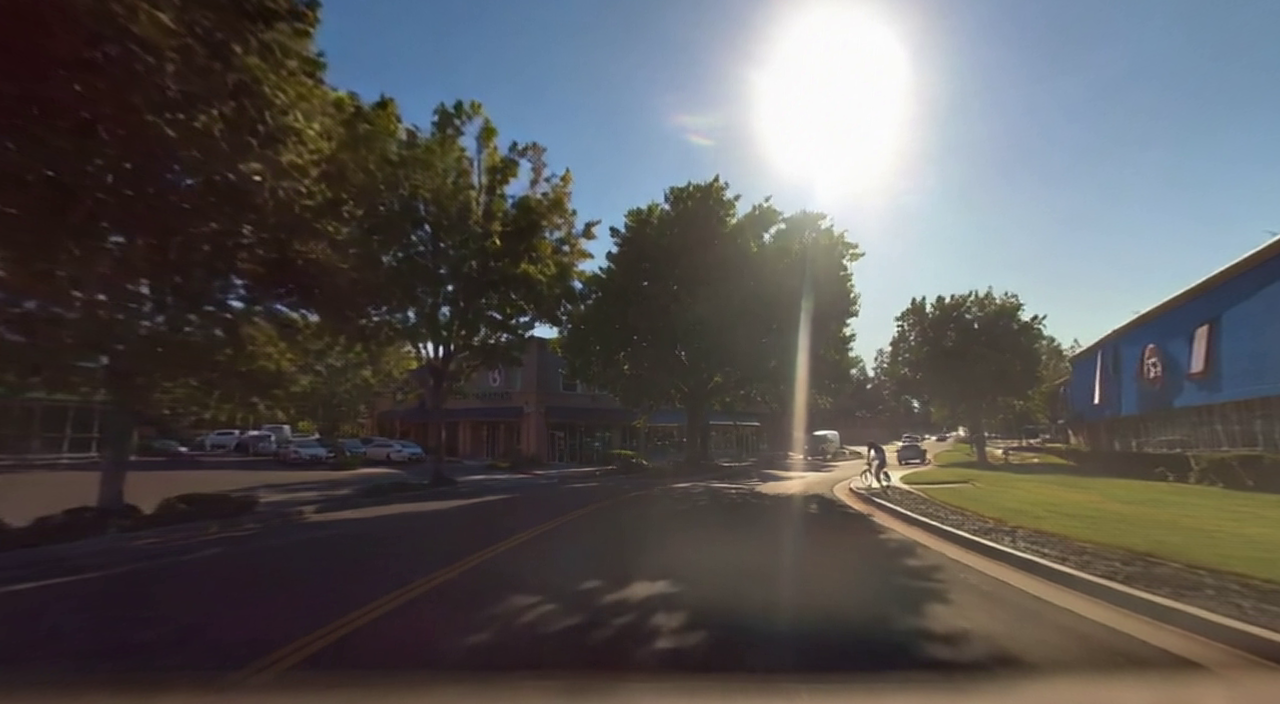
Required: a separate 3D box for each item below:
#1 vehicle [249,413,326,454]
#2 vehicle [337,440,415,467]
[{"bbox_3d":[-24.841,5.885,44.803,2.576,2.597,5.438,-1,-10,-4],"label":"vehicle"},{"bbox_3d":[-17.580,6.764,42.262,4.410,1.689,1.974,1,-9,-9],"label":"vehicle"}]
